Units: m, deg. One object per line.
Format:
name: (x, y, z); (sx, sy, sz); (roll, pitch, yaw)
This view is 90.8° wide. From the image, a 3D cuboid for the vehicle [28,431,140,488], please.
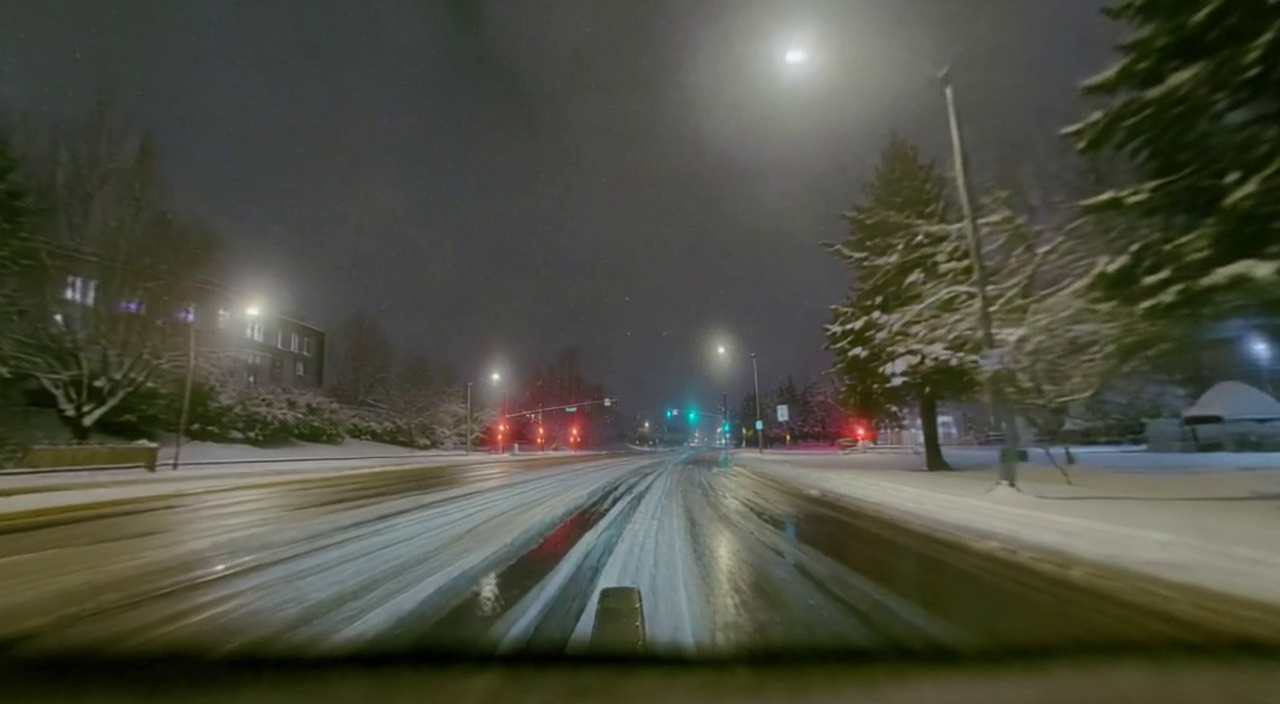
vehicle: (-26.063, 5.014, 29.753); (2.249, 2.488, 3.048); (-3, -8, 10)
